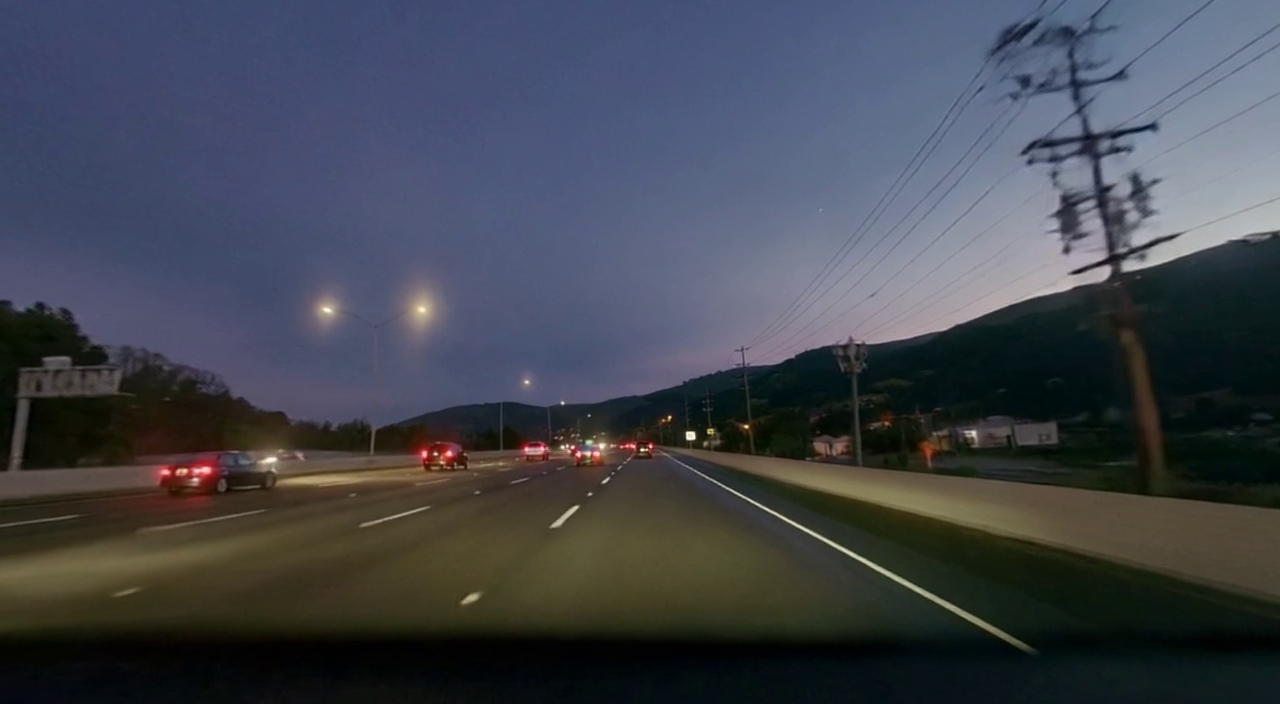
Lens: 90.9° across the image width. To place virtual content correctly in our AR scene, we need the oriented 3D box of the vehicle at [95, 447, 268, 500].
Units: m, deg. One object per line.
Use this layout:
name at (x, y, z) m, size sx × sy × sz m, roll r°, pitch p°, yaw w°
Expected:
vehicle at (-14.375, 3.803, 20.232) m, size 1.885 × 1.474 × 4.849 m, roll -1°, pitch -9°, yaw 1°

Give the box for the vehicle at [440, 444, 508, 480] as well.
vehicle at (-7.436, 4.944, 28.665) m, size 1.899 × 1.472 × 4.202 m, roll -1°, pitch -9°, yaw 1°

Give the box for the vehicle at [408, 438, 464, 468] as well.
vehicle at (-14.183, 7.073, 44.212) m, size 2.172 × 1.946 × 5.017 m, roll -1°, pitch -9°, yaw 1°
